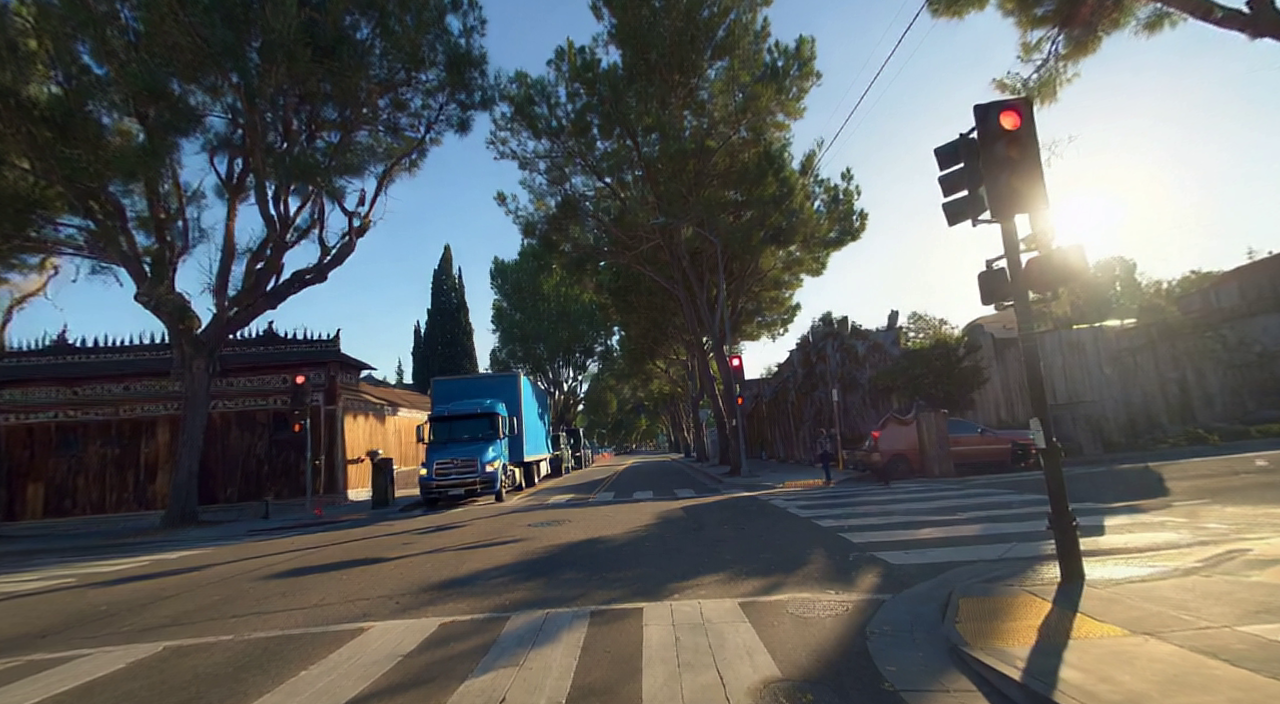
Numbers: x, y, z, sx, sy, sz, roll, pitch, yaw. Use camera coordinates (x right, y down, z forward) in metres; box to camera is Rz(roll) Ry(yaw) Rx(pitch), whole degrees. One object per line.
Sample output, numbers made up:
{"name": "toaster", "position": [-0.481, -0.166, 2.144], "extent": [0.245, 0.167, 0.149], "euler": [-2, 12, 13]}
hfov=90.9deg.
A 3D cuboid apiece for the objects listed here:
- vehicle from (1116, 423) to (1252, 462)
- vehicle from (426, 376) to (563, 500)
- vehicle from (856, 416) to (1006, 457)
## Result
{"name": "vehicle", "position": [24.938, 4.168, 29.031], "extent": [4.268, 1.695, 2.053], "euler": [0, -8, 3]}
{"name": "vehicle", "position": [-5.744, 3.726, 27.165], "extent": [3.113, 4.041, 10.284], "euler": [-6, -8, 0]}
{"name": "vehicle", "position": [10.677, 3.142, 23.430], "extent": [4.643, 1.456, 1.820], "euler": [-1, -8, 5]}
